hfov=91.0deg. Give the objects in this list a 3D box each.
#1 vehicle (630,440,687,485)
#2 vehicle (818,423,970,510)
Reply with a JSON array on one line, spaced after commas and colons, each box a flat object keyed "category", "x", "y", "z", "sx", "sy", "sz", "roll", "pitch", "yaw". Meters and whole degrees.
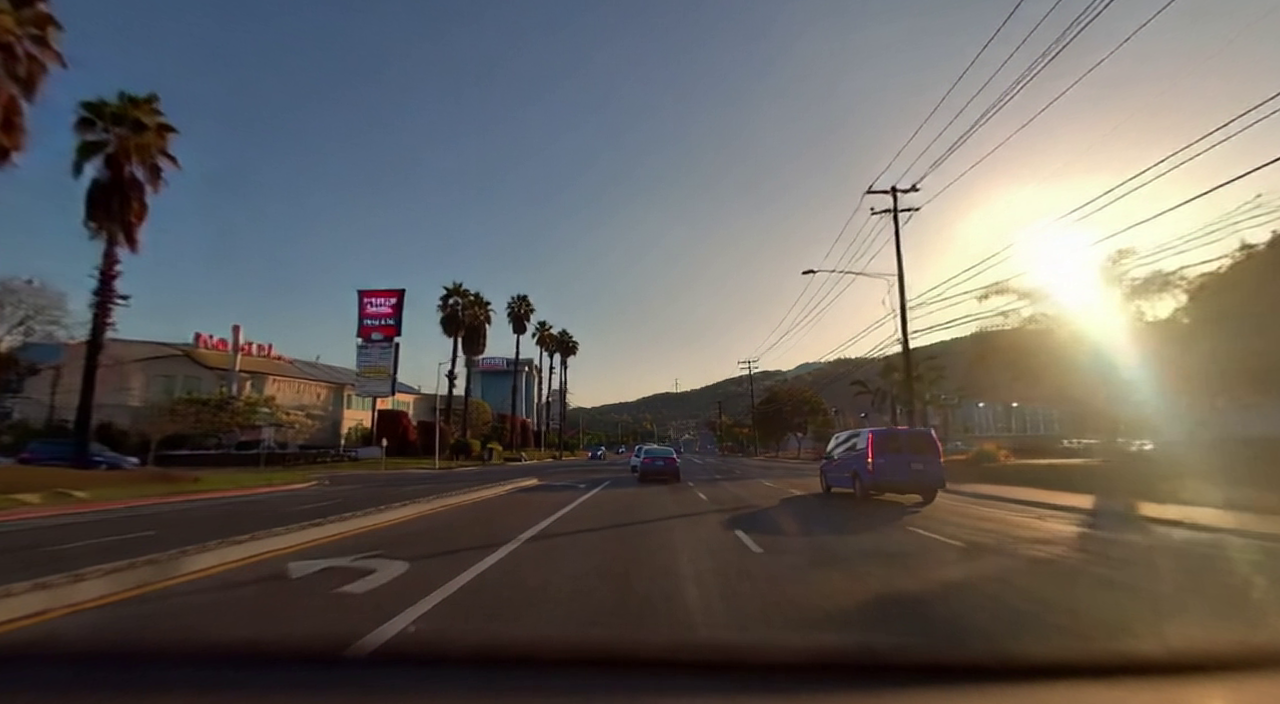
[{"category": "vehicle", "x": 0.748, "y": 4.510, "z": 26.008, "sx": 2.138, "sy": 1.672, "sz": 4.168, "roll": 0, "pitch": -9, "yaw": 2}, {"category": "vehicle", "x": 6.333, "y": 2.905, "z": 16.399, "sx": 2.107, "sy": 1.928, "sz": 4.471, "roll": 0, "pitch": -9, "yaw": 1}]
